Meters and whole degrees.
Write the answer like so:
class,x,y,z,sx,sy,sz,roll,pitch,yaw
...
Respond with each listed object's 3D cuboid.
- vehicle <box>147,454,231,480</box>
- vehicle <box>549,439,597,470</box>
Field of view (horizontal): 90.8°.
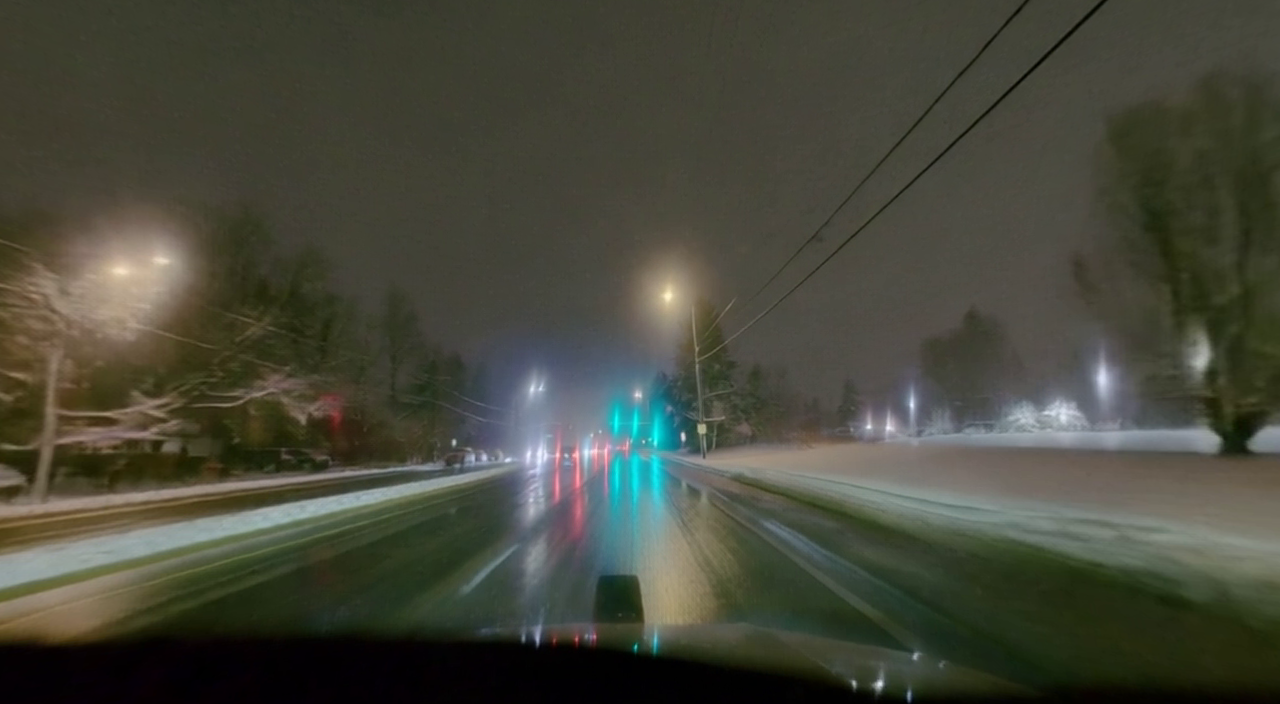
class,x,y,z,sx,sy,sz,roll,pitch,yaw
vehicle,-28.696,7.292,40.252,3.814,1.512,1.948,0,-8,2
vehicle,-3.379,5.272,32.719,2.030,1.467,4.251,0,-8,0
